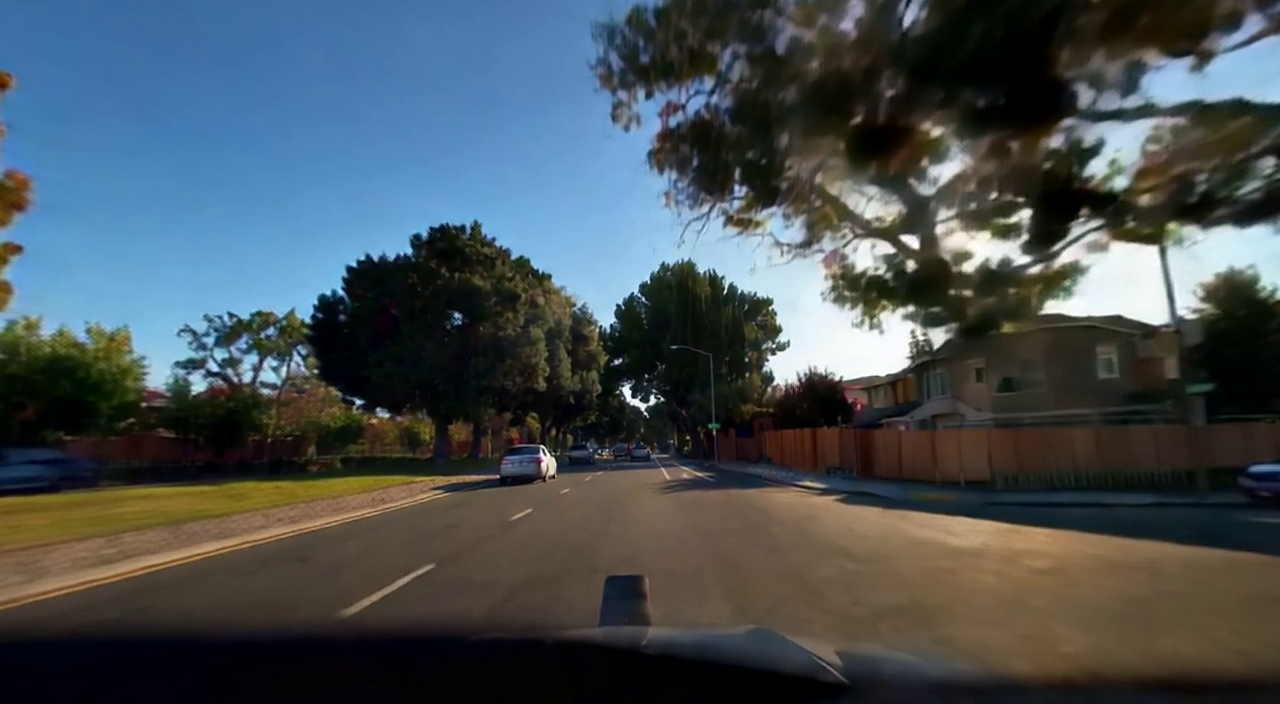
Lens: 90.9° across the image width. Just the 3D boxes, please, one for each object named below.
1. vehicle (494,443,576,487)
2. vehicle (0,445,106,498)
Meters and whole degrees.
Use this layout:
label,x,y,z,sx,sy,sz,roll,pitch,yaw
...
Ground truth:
label,x,y,z,sx,sy,sz,roll,pitch,yaw
vehicle,-3.746,4.129,23.425,2.188,1.473,4.651,0,-8,1
vehicle,-20.081,3.699,19.757,2.041,1.566,5.174,0,-9,1
